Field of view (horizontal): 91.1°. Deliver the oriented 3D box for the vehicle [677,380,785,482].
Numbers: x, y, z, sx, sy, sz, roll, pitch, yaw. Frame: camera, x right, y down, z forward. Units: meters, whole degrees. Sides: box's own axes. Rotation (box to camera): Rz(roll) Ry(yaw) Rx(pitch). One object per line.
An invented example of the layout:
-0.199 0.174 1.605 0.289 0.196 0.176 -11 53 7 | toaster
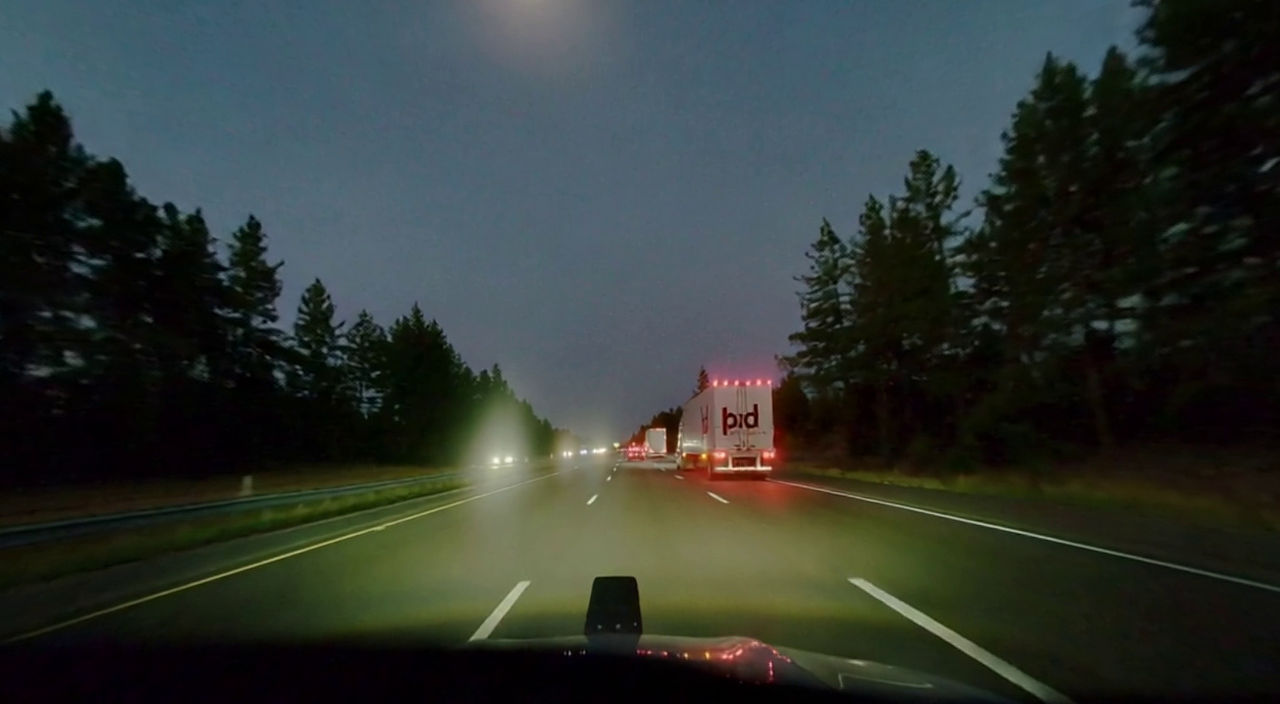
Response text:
3.984 4.171 31.723 2.973 4.007 14.076 0 -9 -1 | vehicle
